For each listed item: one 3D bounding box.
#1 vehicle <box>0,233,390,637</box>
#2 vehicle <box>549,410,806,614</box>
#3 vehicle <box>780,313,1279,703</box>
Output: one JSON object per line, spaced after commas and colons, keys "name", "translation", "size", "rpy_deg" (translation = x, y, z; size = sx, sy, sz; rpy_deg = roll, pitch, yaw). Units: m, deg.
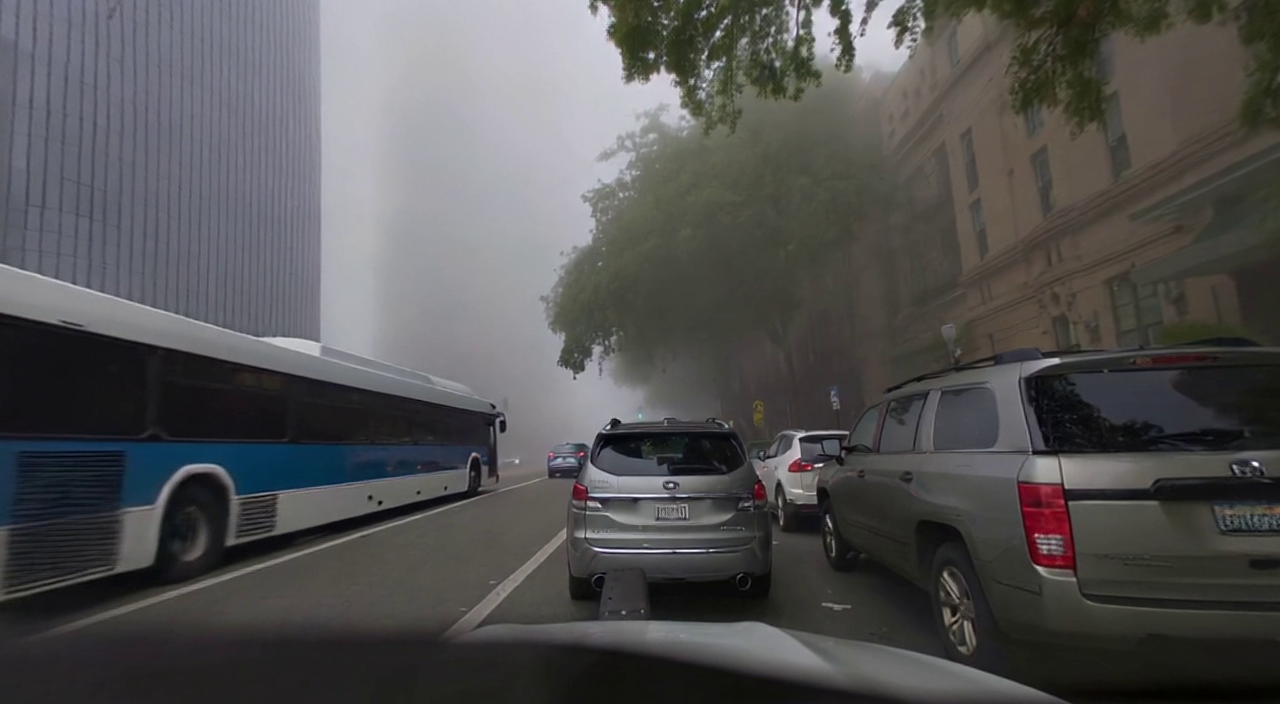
{"name": "vehicle", "translation": [-6.727, 1.174, 8.463], "size": [2.907, 3.307, 9.137], "rpy_deg": [0, -9, 0]}
{"name": "vehicle", "translation": [0.247, 1.549, 6.894], "size": [2.045, 1.608, 3.573], "rpy_deg": [0, -9, -2]}
{"name": "vehicle", "translation": [2.756, 1.114, 4.977], "size": [2.117, 1.855, 4.794], "rpy_deg": [0, -9, -1]}
